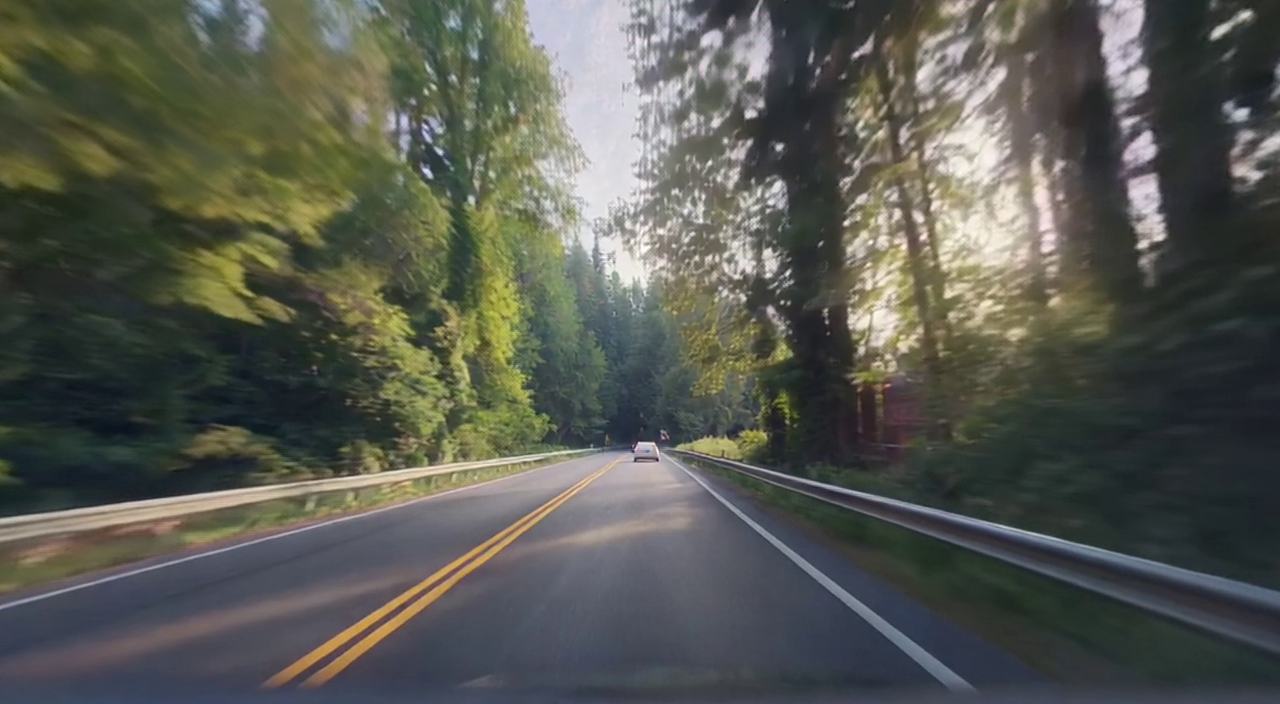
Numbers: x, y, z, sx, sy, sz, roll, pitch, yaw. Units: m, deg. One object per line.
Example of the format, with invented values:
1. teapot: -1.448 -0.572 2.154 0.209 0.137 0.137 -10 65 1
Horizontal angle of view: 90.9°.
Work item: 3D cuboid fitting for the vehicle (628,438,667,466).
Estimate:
1. vehicle: 0.437 5.681 35.984 2.120 1.491 4.349 0 -8 1
